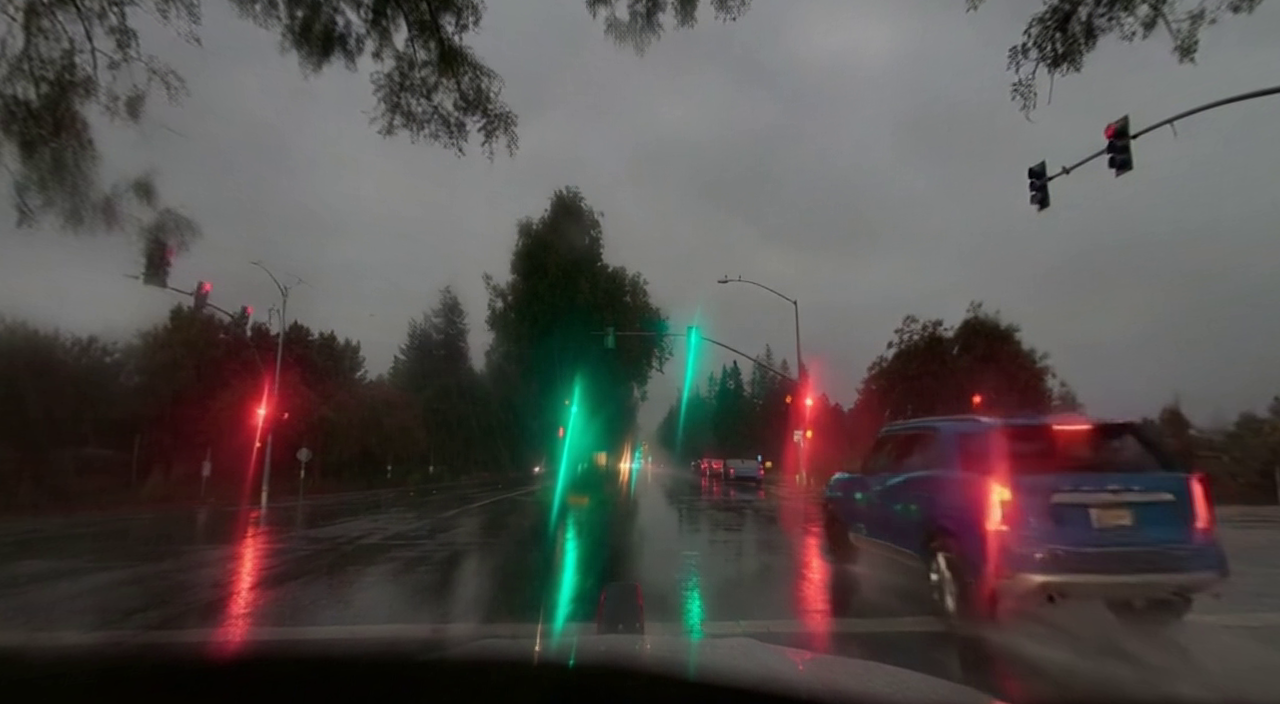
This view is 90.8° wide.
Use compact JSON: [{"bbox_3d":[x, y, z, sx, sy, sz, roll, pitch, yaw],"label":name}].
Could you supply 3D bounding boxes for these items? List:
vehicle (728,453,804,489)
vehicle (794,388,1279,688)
[{"bbox_3d":[8.846,8.444,45.371,2.771,2.214,7.159,2,-9,-12],"label":"vehicle"},{"bbox_3d":[3.184,1.389,5.986,2.140,1.655,4.786,0,-9,-1],"label":"vehicle"}]
